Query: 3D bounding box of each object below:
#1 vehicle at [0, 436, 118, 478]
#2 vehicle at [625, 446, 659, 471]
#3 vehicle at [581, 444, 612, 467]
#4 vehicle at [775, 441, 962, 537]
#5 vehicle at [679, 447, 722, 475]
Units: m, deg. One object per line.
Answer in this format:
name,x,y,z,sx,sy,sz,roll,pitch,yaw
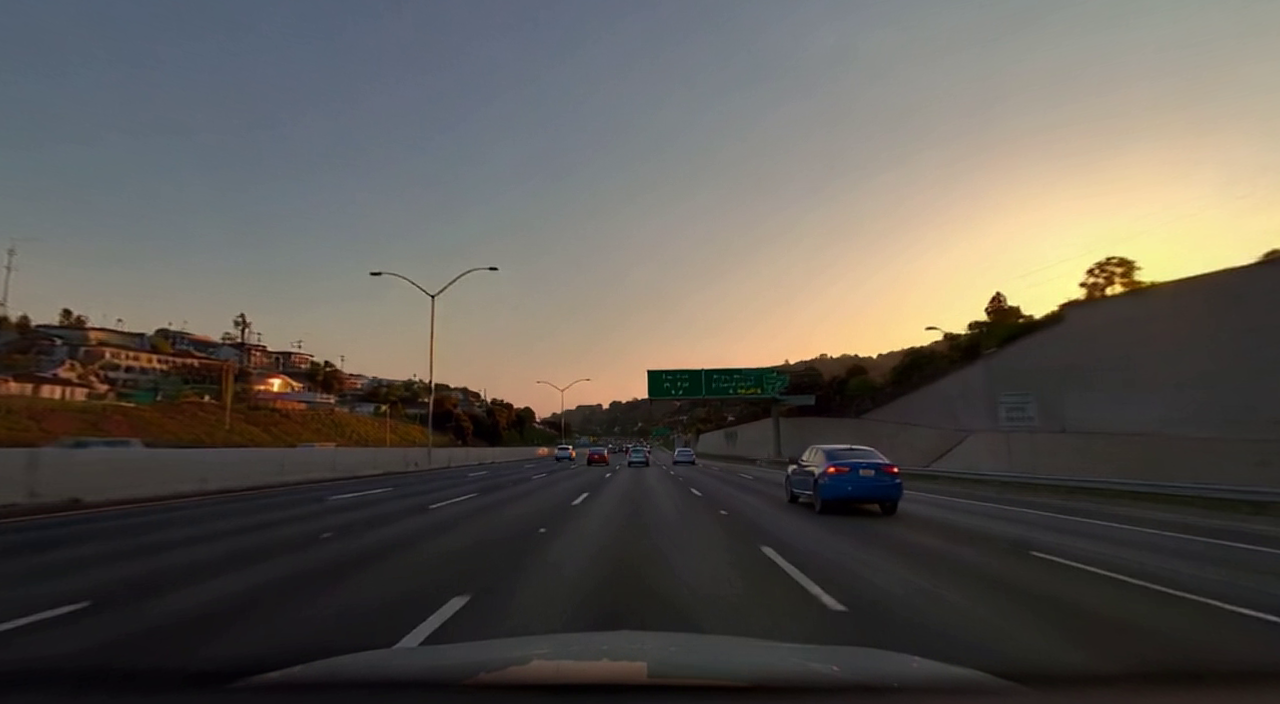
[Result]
vehicle,-23.222,4.117,24.899,1.734,1.524,3.833,-1,-9,1
vehicle,0.112,7.065,41.977,2.166,1.496,4.158,0,-9,0
vehicle,-3.306,7.961,48.466,2.091,1.664,4.157,0,-9,0
vehicle,4.184,2.559,12.504,2.077,1.527,4.553,0,-9,1
vehicle,3.474,6.340,36.827,2.036,1.517,4.256,0,-9,-1
